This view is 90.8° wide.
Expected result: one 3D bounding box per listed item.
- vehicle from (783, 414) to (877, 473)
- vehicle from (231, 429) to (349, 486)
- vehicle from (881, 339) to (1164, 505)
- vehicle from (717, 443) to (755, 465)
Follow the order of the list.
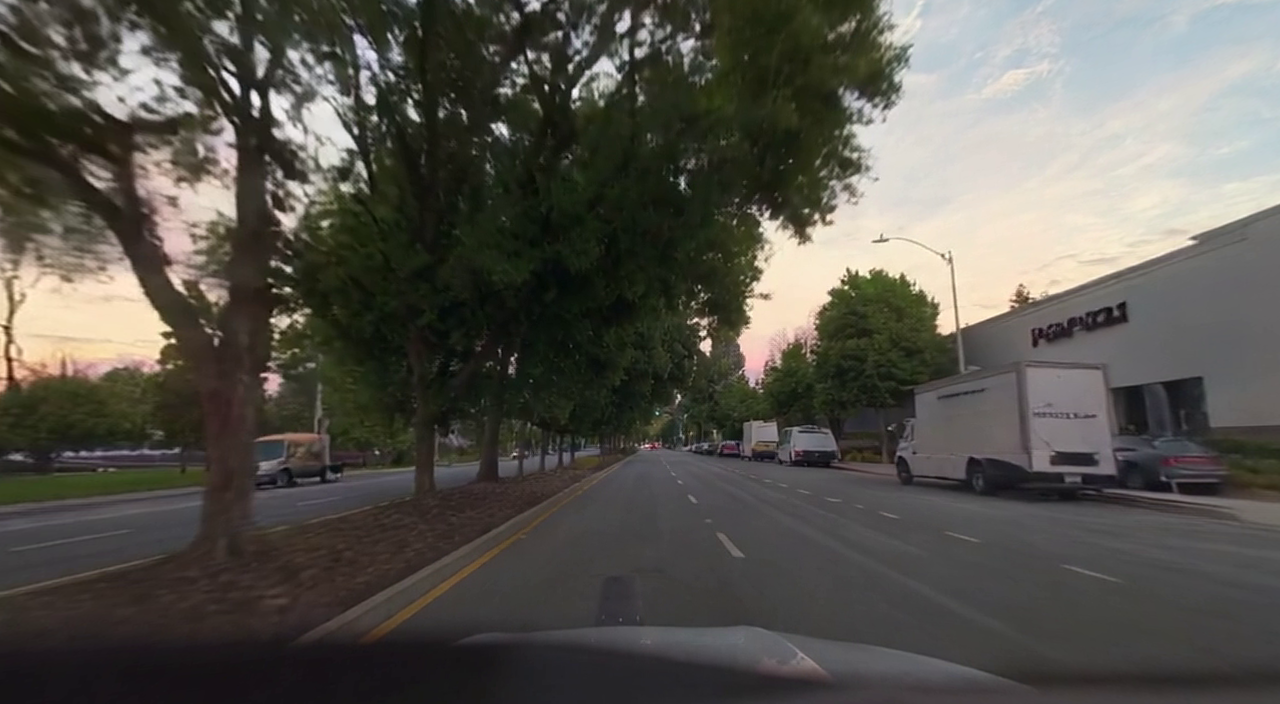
[{"bbox_3d":[10.326,5.115,35.218,2.964,2.927,6.936,0,-8,0],"label":"vehicle"},{"bbox_3d":[-17.188,5.197,31.536,2.253,2.554,6.021,0,-9,1],"label":"vehicle"},{"bbox_3d":[10.336,2.220,18.817,2.879,3.765,8.904,0,-8,1],"label":"vehicle"},{"bbox_3d":[6.658,7.099,44.246,1.972,1.417,4.239,0,-8,0],"label":"vehicle"}]
